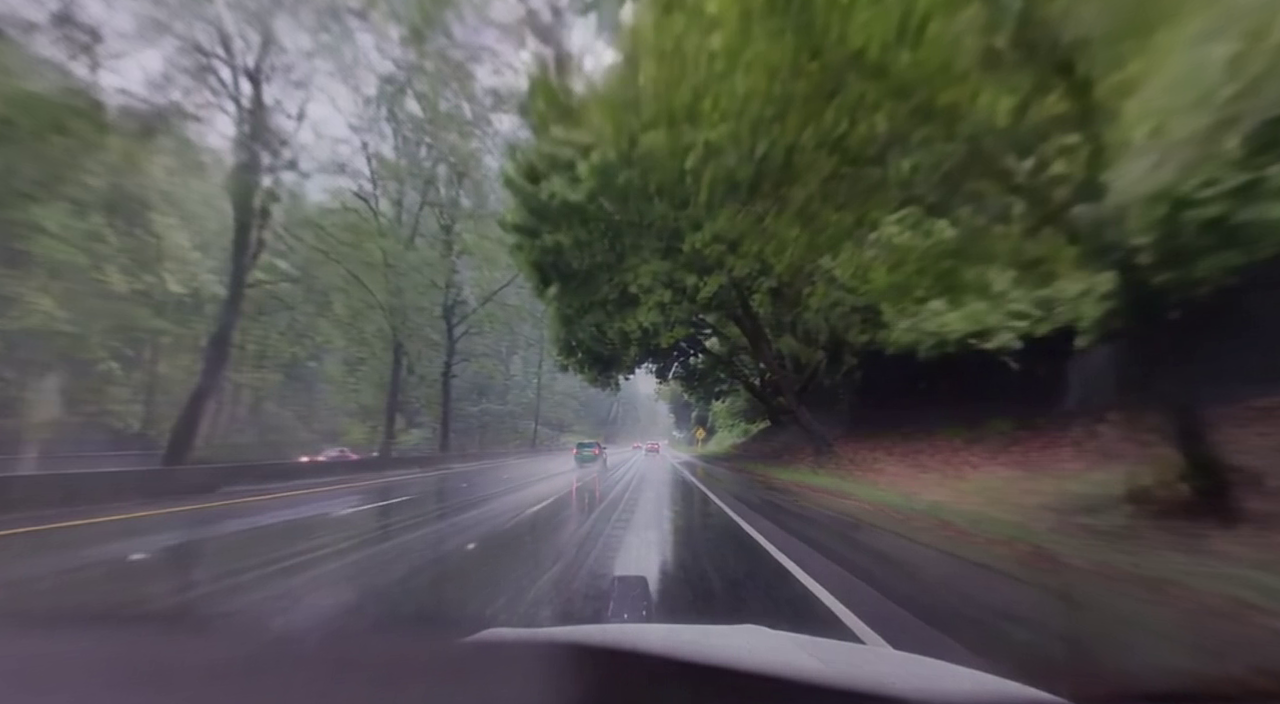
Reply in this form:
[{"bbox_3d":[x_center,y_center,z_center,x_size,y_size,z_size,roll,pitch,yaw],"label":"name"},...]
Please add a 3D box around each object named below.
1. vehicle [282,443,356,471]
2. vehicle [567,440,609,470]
[{"bbox_3d":[-18.593,6.084,36.670,1.916,1.496,4.271,0,-8,2],"label":"vehicle"},{"bbox_3d":[-2.905,5.882,36.147,2.015,1.561,4.469,0,-8,0],"label":"vehicle"}]
